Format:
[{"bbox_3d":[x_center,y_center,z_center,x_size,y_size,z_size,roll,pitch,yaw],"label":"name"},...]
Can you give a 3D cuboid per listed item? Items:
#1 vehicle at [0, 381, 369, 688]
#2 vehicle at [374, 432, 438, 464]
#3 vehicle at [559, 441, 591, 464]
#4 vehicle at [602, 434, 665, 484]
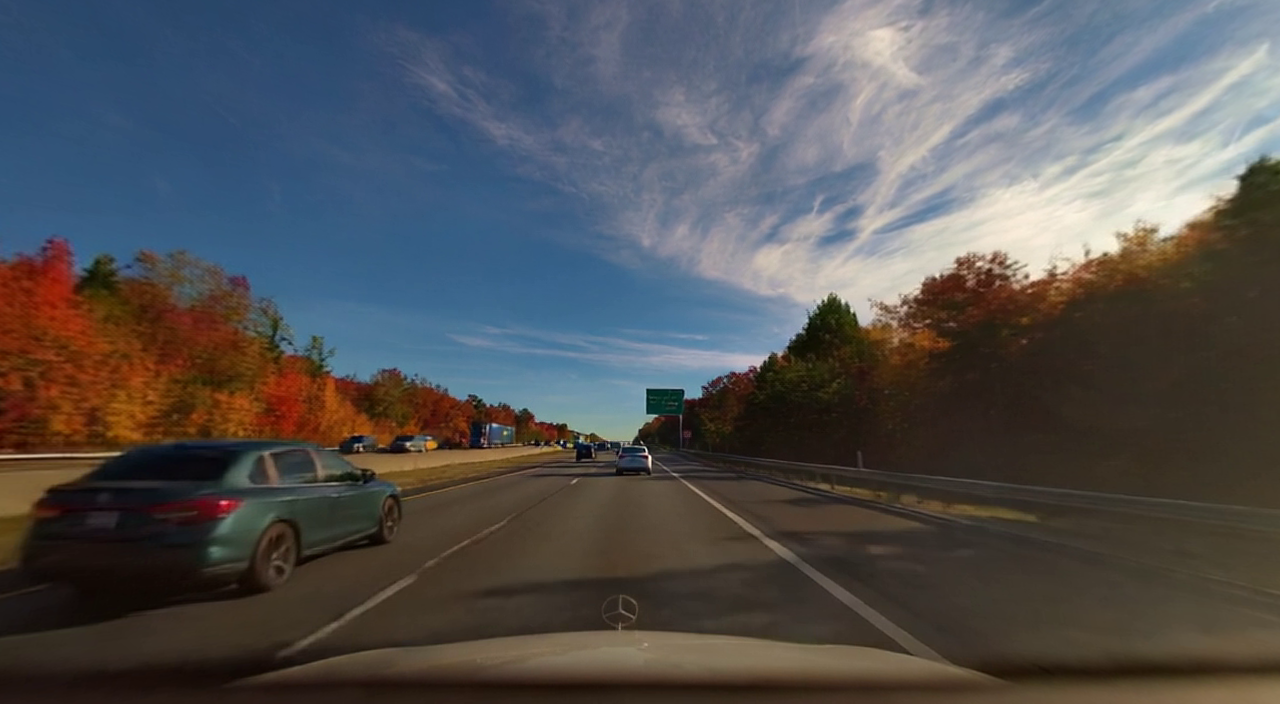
[{"bbox_3d":[-4.359,1.304,5.418,1.931,1.603,4.739,-1,-9,0],"label":"vehicle"},{"bbox_3d":[-13.201,5.480,35.658,2.070,1.677,4.321,0,-9,-1],"label":"vehicle"},{"bbox_3d":[-4.927,7.682,47.947,1.974,1.688,4.727,0,-9,-1],"label":"vehicle"},{"bbox_3d":[-0.235,3.940,23.287,2.115,1.661,4.049,0,-9,-1],"label":"vehicle"}]
